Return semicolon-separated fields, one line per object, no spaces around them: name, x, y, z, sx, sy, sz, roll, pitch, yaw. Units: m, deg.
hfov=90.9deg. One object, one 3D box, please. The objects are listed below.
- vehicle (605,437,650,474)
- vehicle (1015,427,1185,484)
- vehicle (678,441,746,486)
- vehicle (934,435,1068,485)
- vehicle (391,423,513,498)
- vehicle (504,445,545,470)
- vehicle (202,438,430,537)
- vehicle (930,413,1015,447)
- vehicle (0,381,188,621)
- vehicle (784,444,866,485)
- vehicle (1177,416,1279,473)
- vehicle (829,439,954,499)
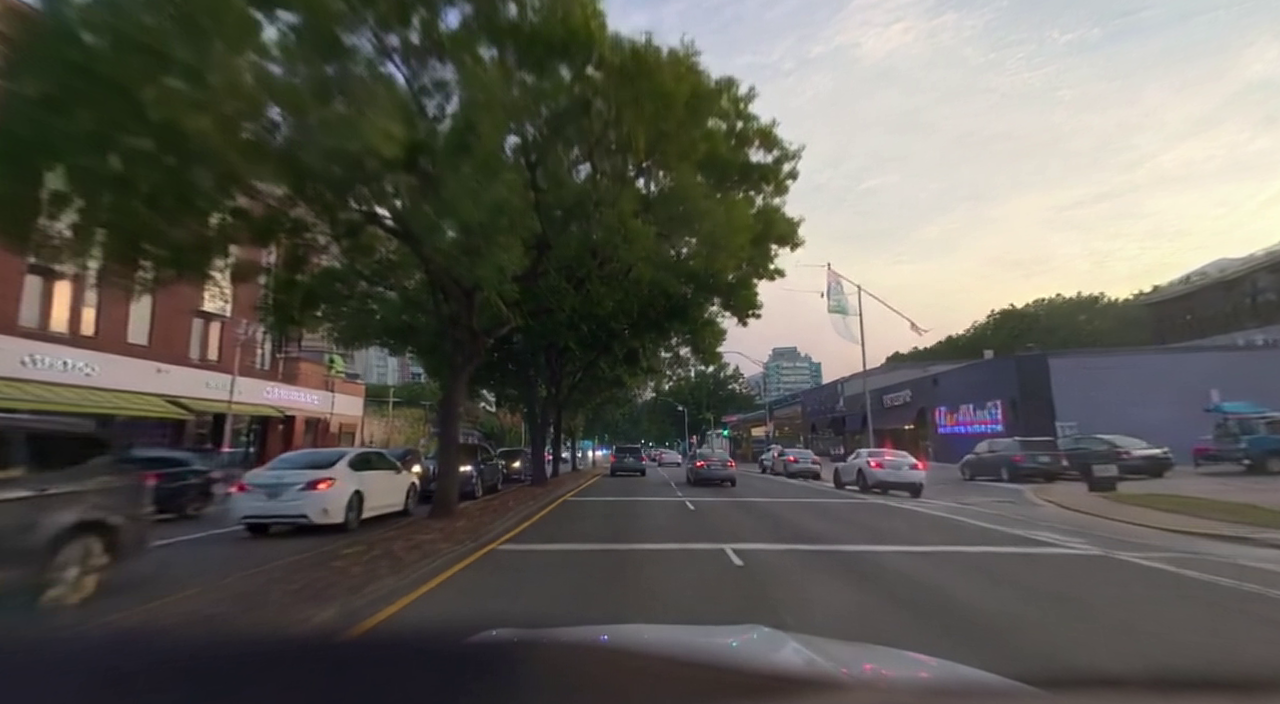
vehicle;-0.631;5.628;34.382;2.301;1.837;4.411;0;-9;0
vehicle;15.442;3.504;21.626;2.007;1.642;5.001;-2;-8;-1
vehicle;2.632;4.189;23.966;2.046;1.540;3.883;0;-9;-1
vehicle;12.312;3.700;21.919;2.058;1.493;4.612;-2;-8;3
vehicle;-5.580;3.269;19.563;2.240;1.945;5.114;-1;-8;0
vehicle;-8.391;7.711;46.125;2.097;1.707;4.506;0;-9;1
vehicle;-5.711;2.429;11.939;1.835;1.476;4.533;1;-9;1
vehicle;15.752;3.804;30.152;1.793;1.505;4.557;-1;-9;3
vehicle;-5.821;1.041;4.125;2.242;1.740;4.659;-1;-8;0
vehicle;7.284;4.448;25.344;1.831;1.475;4.924;-1;-8;1
vehicle;21.199;3.082;21.294;1.967;1.751;4.275;-2;-8;-5
vehicle;7.495;3.513;19.338;1.914;1.587;4.548;0;-8;0
